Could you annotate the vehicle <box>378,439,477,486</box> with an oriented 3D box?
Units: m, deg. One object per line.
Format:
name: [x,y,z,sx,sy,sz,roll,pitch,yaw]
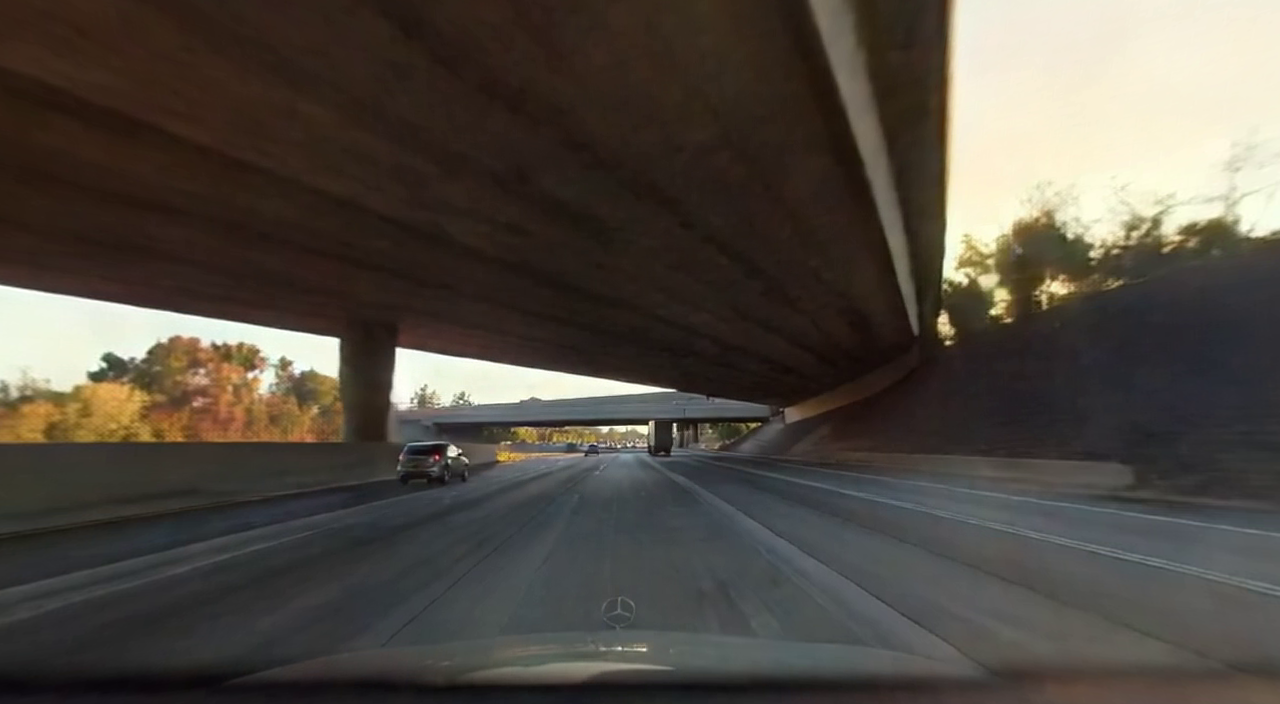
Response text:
vehicle: [-7.483,3.937,22.816,2.033,1.494,4.508,0,-9,0]
